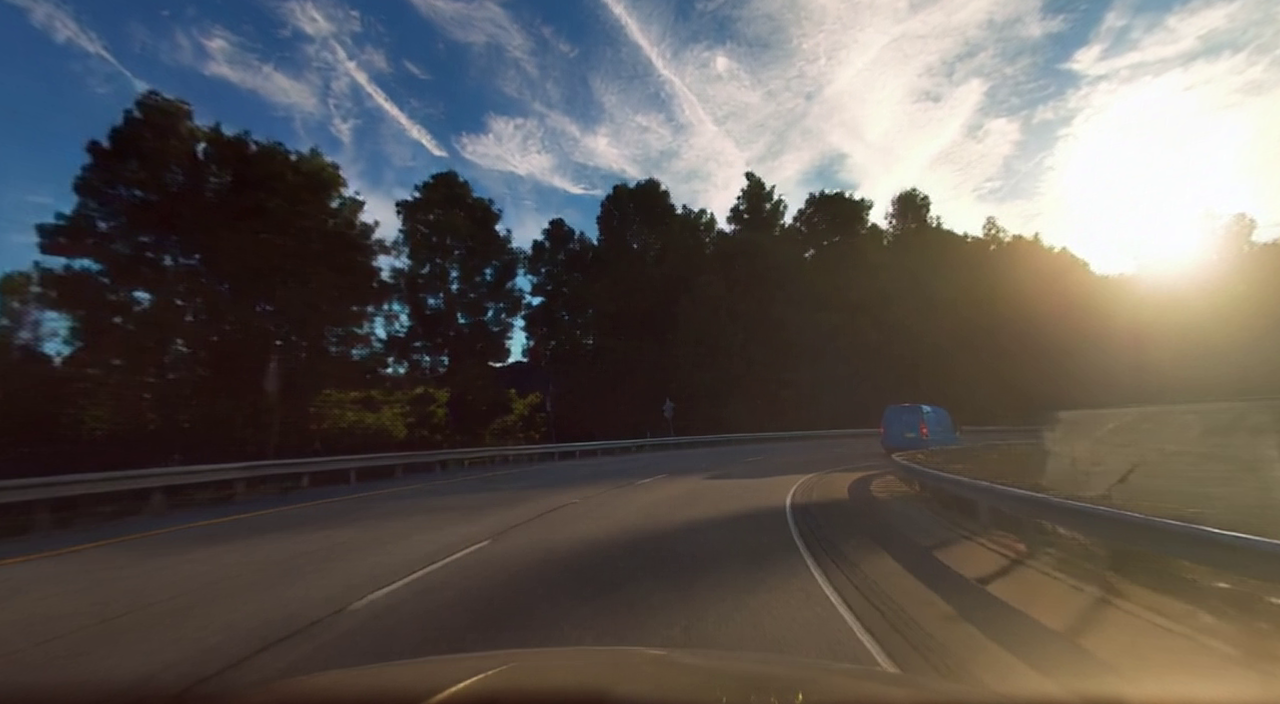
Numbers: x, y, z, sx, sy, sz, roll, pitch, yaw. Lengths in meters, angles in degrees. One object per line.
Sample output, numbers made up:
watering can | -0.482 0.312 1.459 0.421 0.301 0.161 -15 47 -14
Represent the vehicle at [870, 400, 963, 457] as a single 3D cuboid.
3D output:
vehicle | 13.806 3.842 31.296 2.352 2.577 5.330 -7 -11 44
